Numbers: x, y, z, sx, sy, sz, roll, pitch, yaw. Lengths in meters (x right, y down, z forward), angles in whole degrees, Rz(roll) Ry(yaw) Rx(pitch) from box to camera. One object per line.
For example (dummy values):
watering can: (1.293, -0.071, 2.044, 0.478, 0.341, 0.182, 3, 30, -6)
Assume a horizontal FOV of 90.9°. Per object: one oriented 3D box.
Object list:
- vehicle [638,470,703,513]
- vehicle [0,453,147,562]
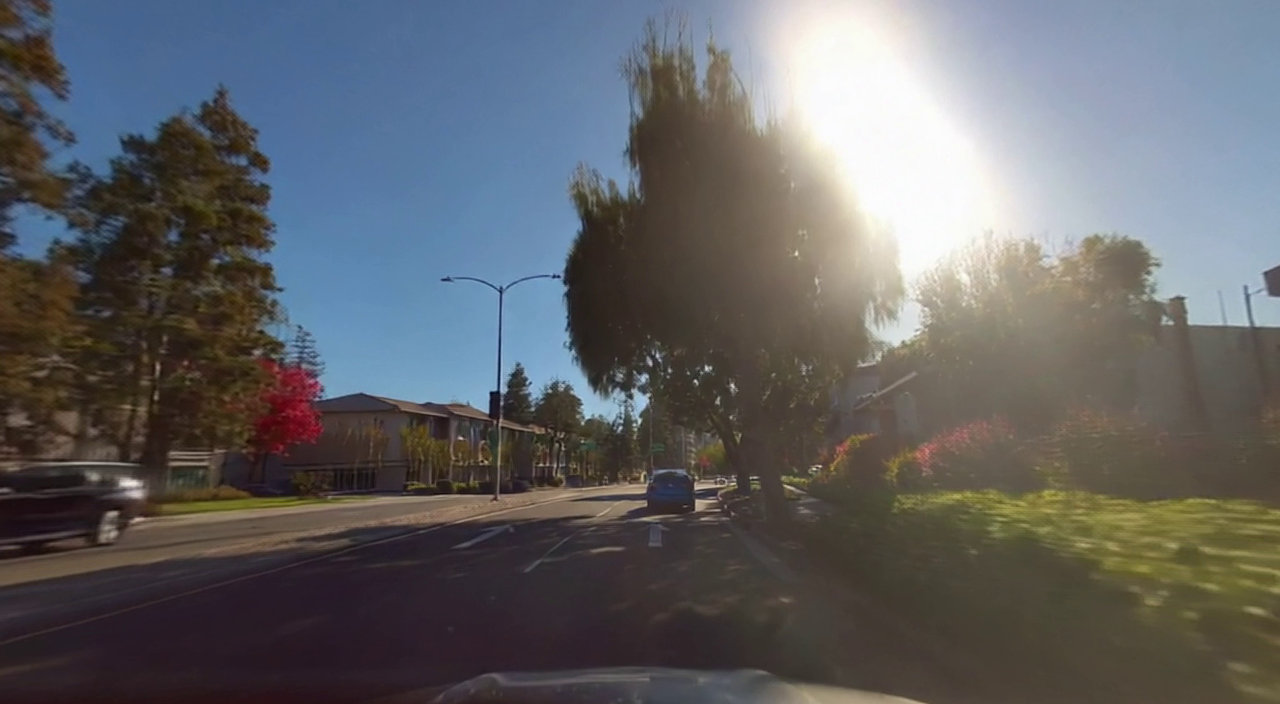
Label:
vehicle: (1.192, 4.778, 21.986, 1.972, 1.250, 5.282, -1, -10, 6)
vehicle: (-11.437, 2.678, 10.758, 2.066, 1.744, 4.771, -4, -10, 2)
